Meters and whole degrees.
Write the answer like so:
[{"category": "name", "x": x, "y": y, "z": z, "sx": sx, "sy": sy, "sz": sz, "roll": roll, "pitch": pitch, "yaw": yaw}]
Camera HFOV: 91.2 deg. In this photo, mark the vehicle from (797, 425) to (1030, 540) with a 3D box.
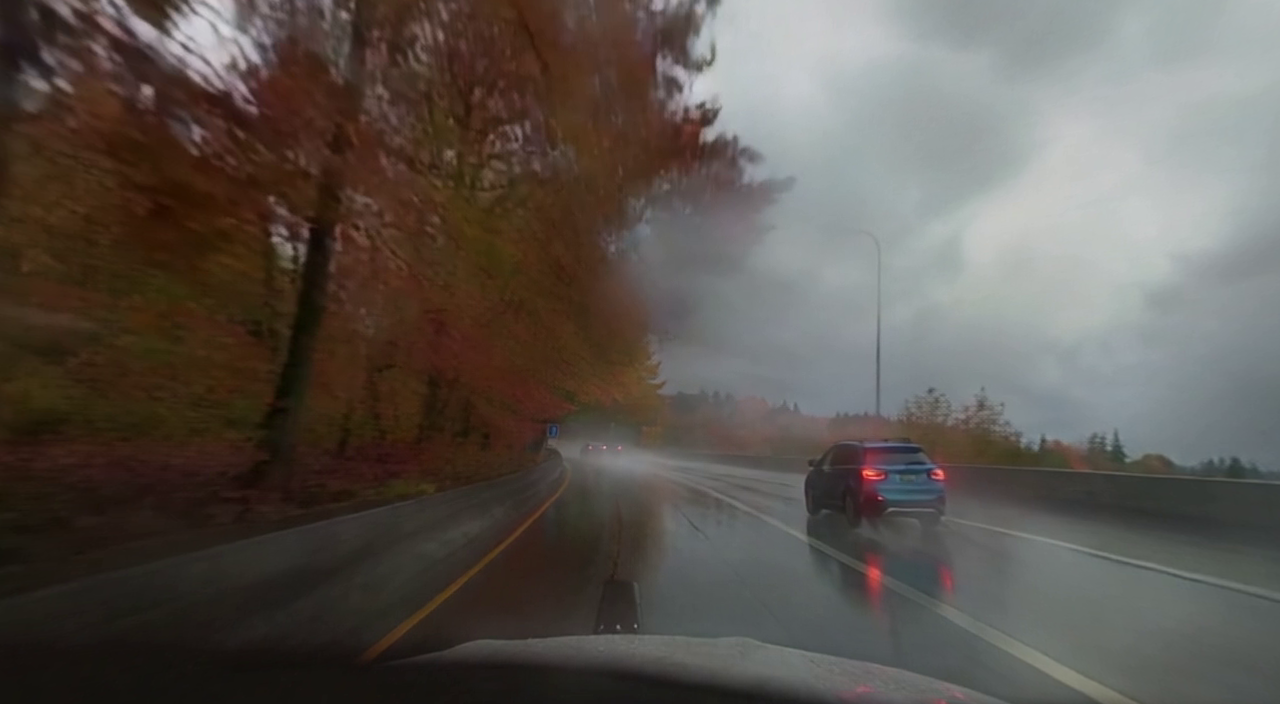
[{"category": "vehicle", "x": 4.291, "y": 2.114, "z": 10.695, "sx": 1.952, "sy": 1.536, "sz": 4.036, "roll": 0, "pitch": -9, "yaw": -3}]
